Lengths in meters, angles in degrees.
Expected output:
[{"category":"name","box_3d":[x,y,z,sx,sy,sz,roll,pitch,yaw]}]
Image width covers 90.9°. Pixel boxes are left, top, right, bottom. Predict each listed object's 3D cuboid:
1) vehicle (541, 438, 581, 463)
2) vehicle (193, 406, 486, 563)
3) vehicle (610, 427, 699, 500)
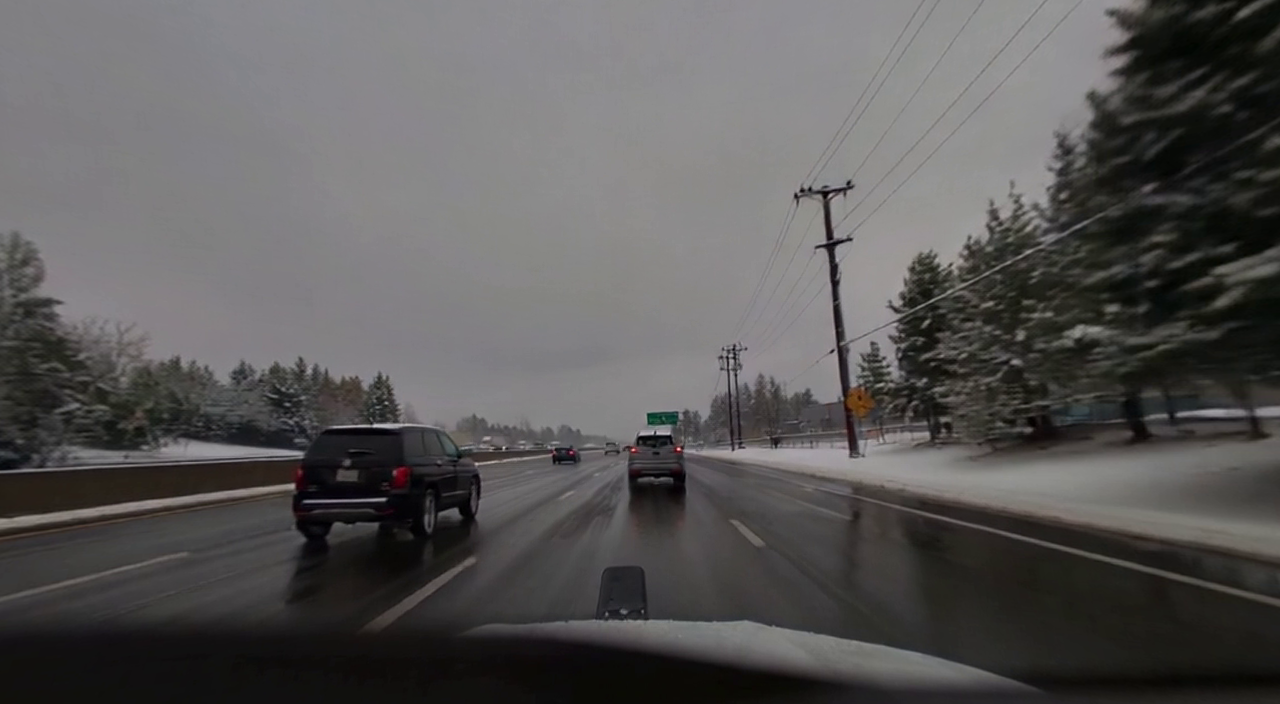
[{"category":"vehicle","box_3d":[-5.909,7.439,47.800,2.220,1.841,4.516,0,-8,2]},{"category":"vehicle","box_3d":[-3.941,1.814,9.375,2.125,1.764,4.393,0,-8,1]},{"category":"vehicle","box_3d":[0.352,2.970,17.221,2.134,1.733,4.049,0,-8,0]}]
